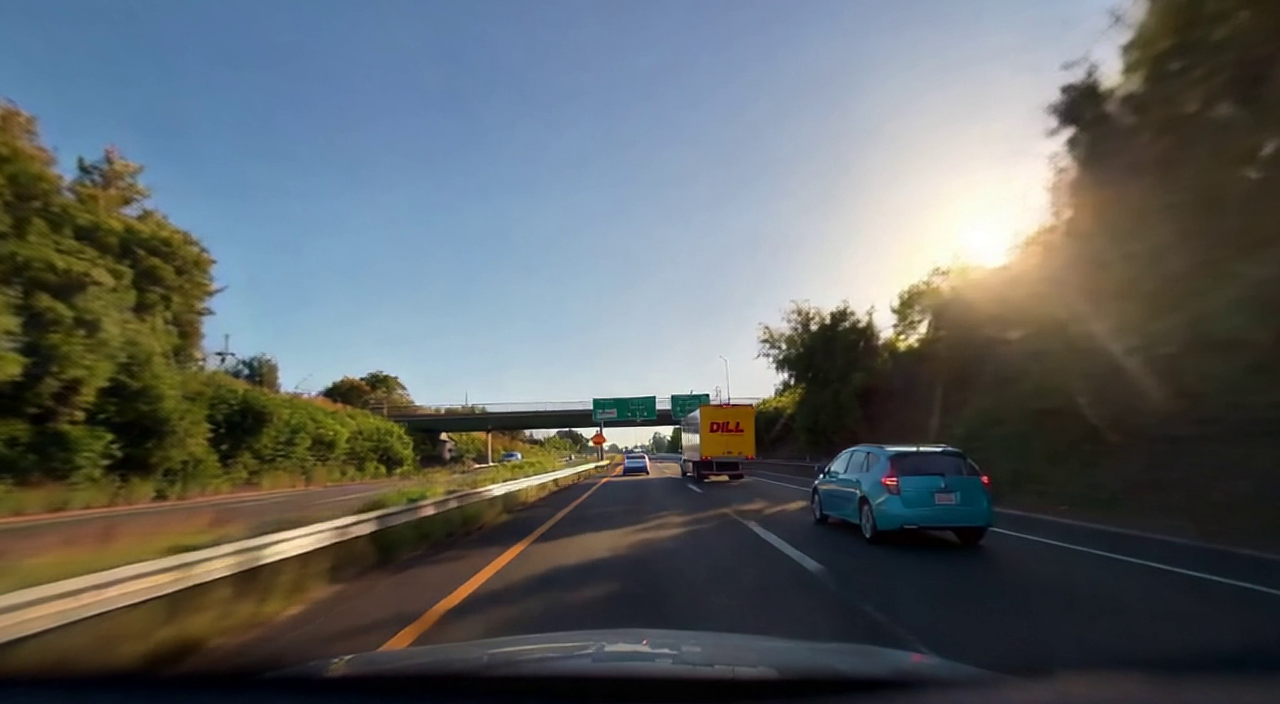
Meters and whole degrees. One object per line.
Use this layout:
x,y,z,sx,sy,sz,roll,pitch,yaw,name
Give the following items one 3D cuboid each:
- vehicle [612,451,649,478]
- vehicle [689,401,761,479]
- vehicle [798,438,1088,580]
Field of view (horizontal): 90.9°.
-0.530,6.519,36.606,2.055,1.445,3.661,0,-9,0,vehicle
4.669,5.151,36.535,2.838,3.985,8.010,0,-9,-1,vehicle
3.715,1.977,8.756,1.894,1.452,4.164,0,-9,-1,vehicle
